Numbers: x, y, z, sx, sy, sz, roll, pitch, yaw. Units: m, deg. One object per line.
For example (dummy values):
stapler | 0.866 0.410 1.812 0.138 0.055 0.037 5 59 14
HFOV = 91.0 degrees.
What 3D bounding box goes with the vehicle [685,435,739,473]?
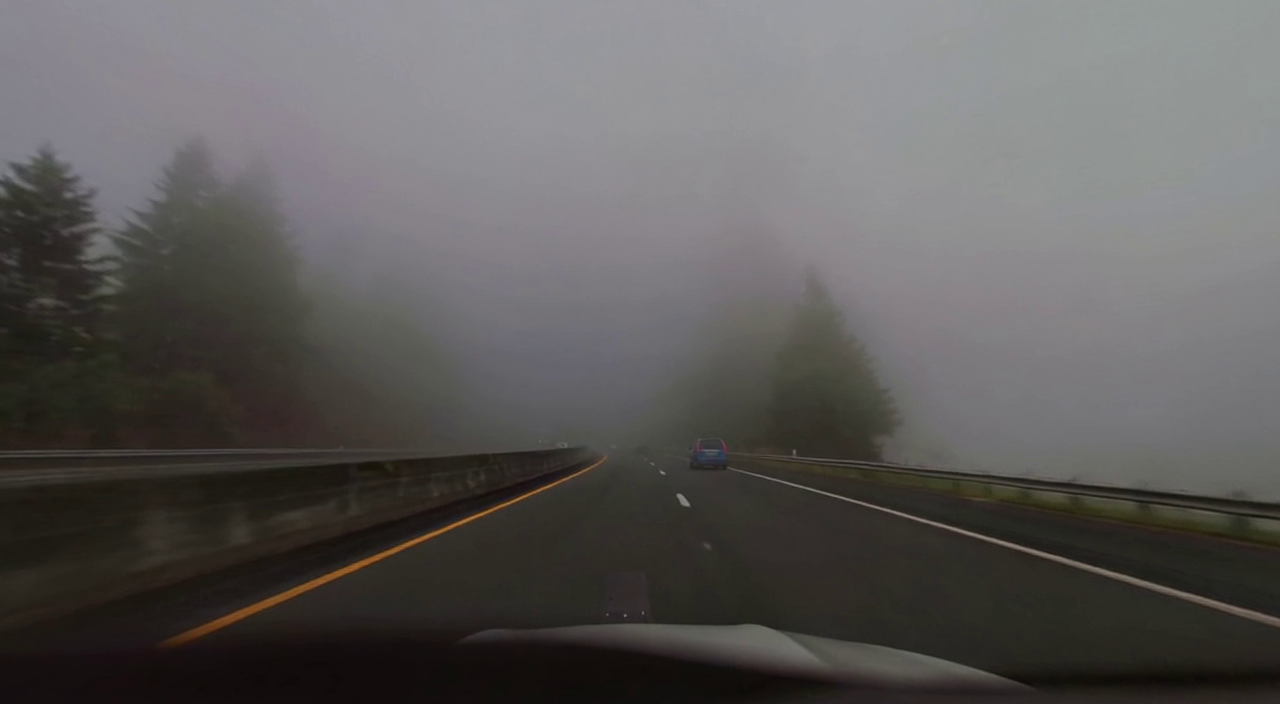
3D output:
vehicle | 3.484 5.020 31.202 2.079 1.729 4.380 0 -8 -1
